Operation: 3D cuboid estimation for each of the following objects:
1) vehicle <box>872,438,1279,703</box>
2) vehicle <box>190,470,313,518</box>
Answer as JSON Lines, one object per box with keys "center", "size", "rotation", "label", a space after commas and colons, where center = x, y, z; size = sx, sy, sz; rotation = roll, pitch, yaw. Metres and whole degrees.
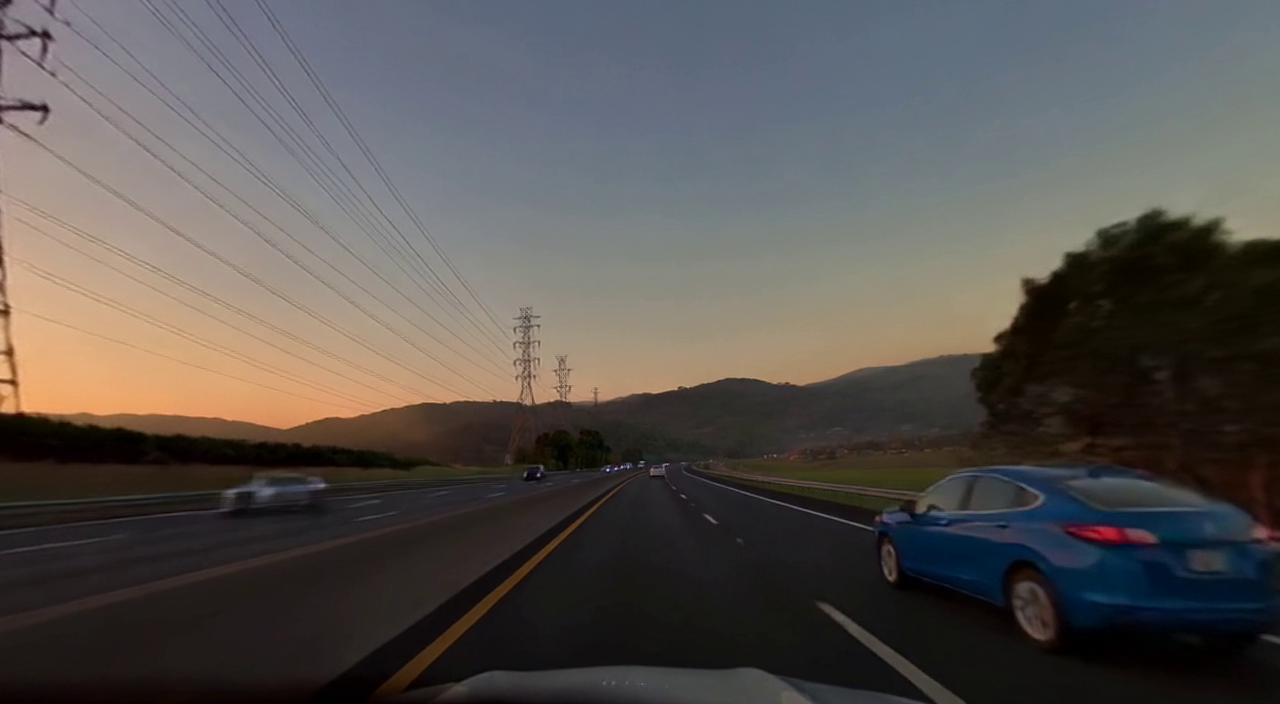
{"center": [3.647, 1.567, 5.110], "size": [1.985, 1.521, 3.904], "rotation": [1, -10, 0], "label": "vehicle"}
{"center": [-13.436, 4.894, 21.999], "size": [1.735, 1.455, 3.716], "rotation": [0, -10, 3], "label": "vehicle"}
